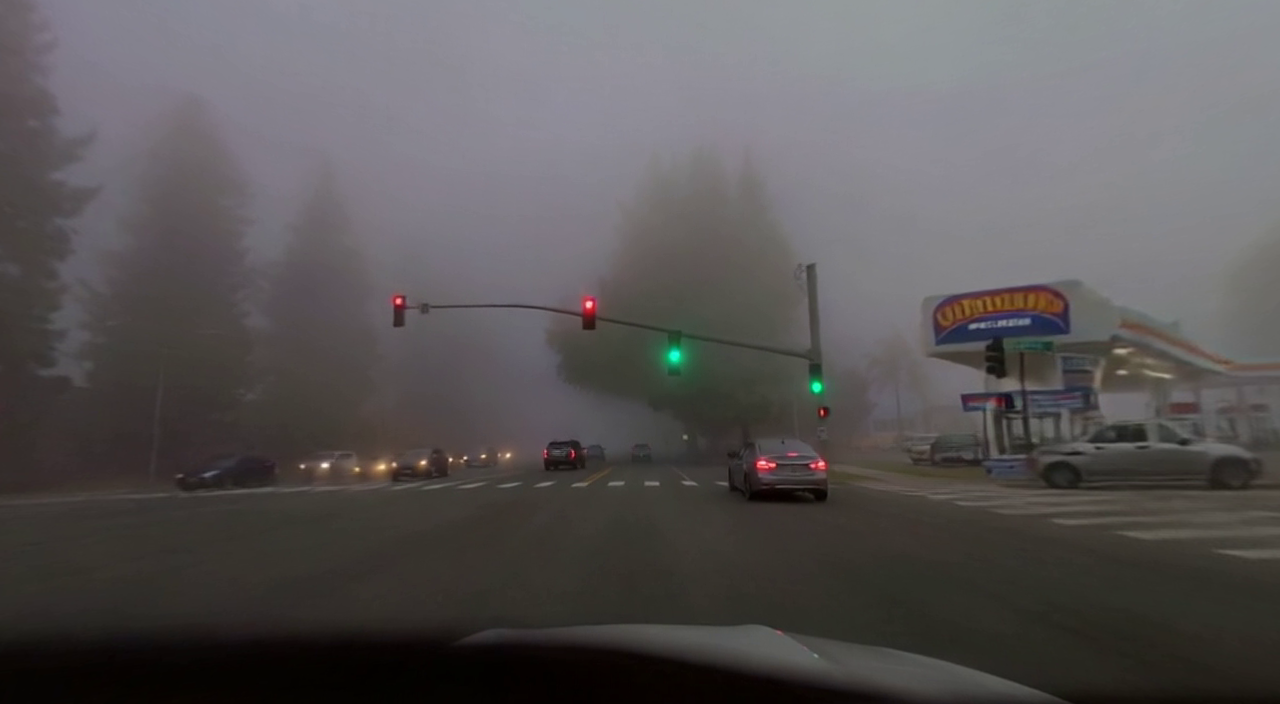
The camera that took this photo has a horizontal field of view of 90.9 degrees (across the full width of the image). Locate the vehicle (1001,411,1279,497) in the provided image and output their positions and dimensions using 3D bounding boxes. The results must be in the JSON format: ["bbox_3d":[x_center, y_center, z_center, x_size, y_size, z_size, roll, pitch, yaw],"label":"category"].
[{"bbox_3d":[12.389,2.542,15.851,5.156,1.917,2.308,0,-9,2],"label":"vehicle"}]

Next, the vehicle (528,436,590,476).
[{"bbox_3d":[-3.718,4.880,29.812,2.250,1.713,4.422,1,-9,1],"label":"vehicle"}]

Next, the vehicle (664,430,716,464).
[{"bbox_3d":[3.469,6.846,45.467,3.245,2.199,6.295,1,-9,0],"label":"vehicle"}]

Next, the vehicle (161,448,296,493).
[{"bbox_3d":[-15.373,4.423,23.902,1.933,1.472,4.500,0,-9,2],"label":"vehicle"}]

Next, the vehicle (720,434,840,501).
[{"bbox_3d":[3.512,3.005,16.835,2.095,1.475,4.686,1,-9,-1],"label":"vehicle"}]

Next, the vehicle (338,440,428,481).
[{"bbox_3d":[-11.473,4.856,28.555,2.091,1.644,4.645,1,-9,1],"label":"vehicle"}]

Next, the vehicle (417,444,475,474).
[{"bbox_3d":[-11.165,6.155,36.601,1.909,1.467,4.522,-1,-6,0],"label":"vehicle"}]

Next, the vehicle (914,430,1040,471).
[{"bbox_3d":[17.375,5.078,33.091,2.766,1.917,6.394,0,-7,-4],"label":"vehicle"}]

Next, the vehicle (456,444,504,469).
[{"bbox_3d":[-11.093,7.252,44.030,2.004,1.509,4.932,-1,-6,1],"label":"vehicle"}]
